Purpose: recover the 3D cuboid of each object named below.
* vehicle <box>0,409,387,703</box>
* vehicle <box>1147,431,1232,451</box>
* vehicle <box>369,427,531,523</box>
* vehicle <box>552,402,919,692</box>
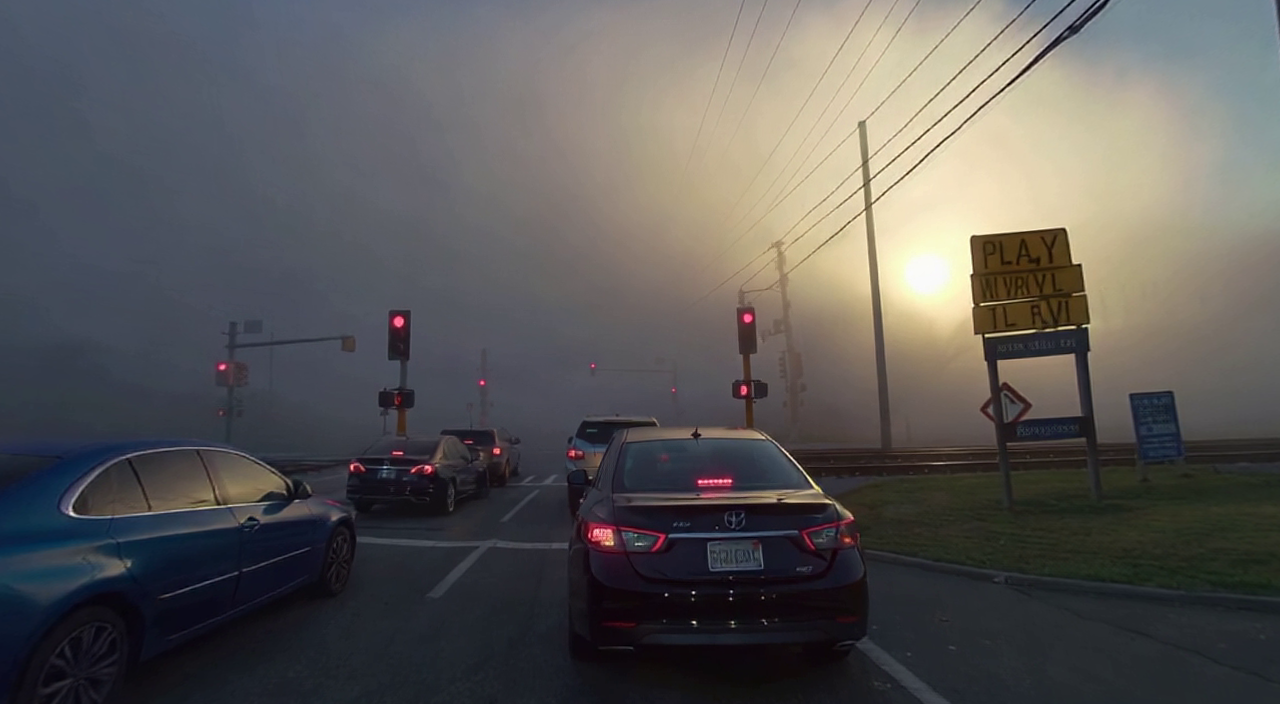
[{"bbox_3d":[-3.710,1.250,4.462,1.956,1.468,4.585,0,-9,0],"label":"vehicle"},{"bbox_3d":[40.776,6.638,46.938,4.453,1.476,1.887,0,-9,0],"label":"vehicle"},{"bbox_3d":[-3.365,2.259,12.083,1.984,1.505,3.982,0,-9,-2],"label":"vehicle"},{"bbox_3d":[0.406,1.339,5.460,1.998,1.529,3.960,1,-9,-4],"label":"vehicle"}]
